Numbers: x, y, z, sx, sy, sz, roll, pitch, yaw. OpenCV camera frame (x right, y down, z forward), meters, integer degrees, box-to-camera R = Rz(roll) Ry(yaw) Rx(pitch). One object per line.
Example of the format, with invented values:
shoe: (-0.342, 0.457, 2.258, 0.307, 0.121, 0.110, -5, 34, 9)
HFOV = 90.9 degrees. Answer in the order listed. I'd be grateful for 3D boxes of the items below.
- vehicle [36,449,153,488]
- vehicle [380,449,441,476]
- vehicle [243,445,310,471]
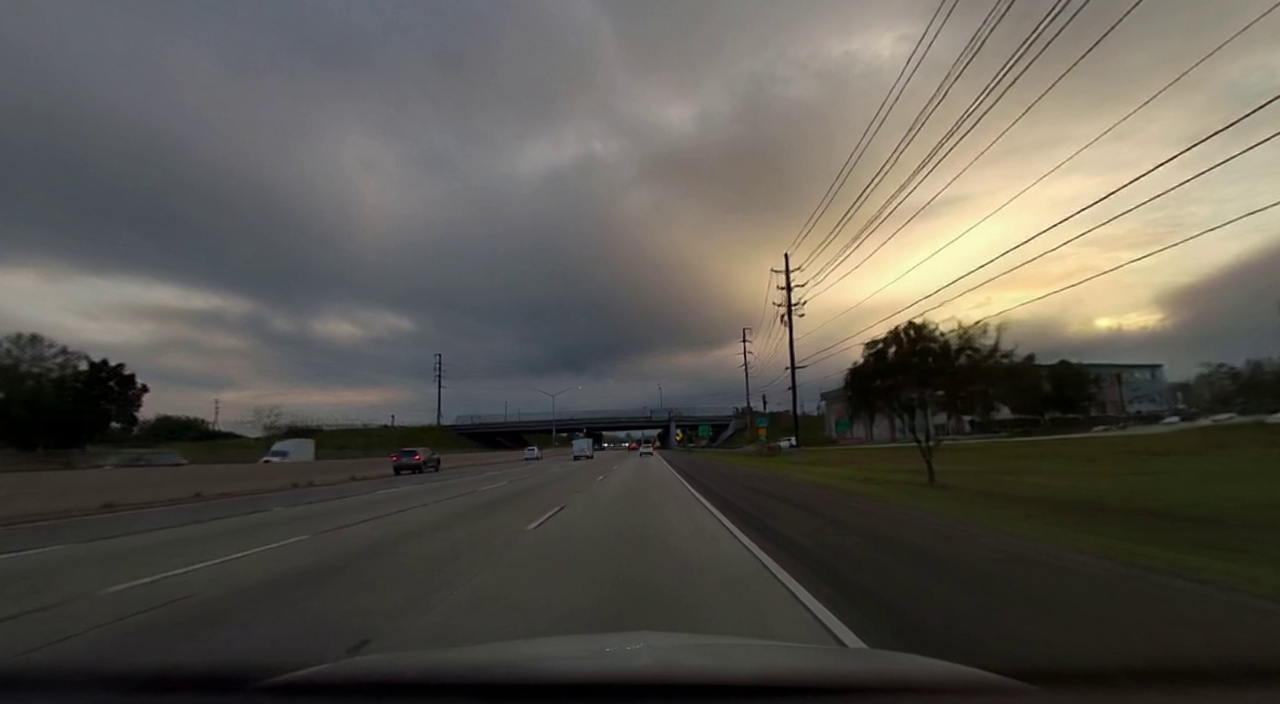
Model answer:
vehicle: (-23.407, 4.982, 27.250, 1.647, 1.538, 3.731, 0, -8, 1)
vehicle: (-13.829, 6.666, 38.302, 1.988, 1.477, 4.442, 0, -8, 1)
vehicle: (-26.962, 7.838, 46.961, 2.116, 1.849, 4.552, 0, -8, 2)
